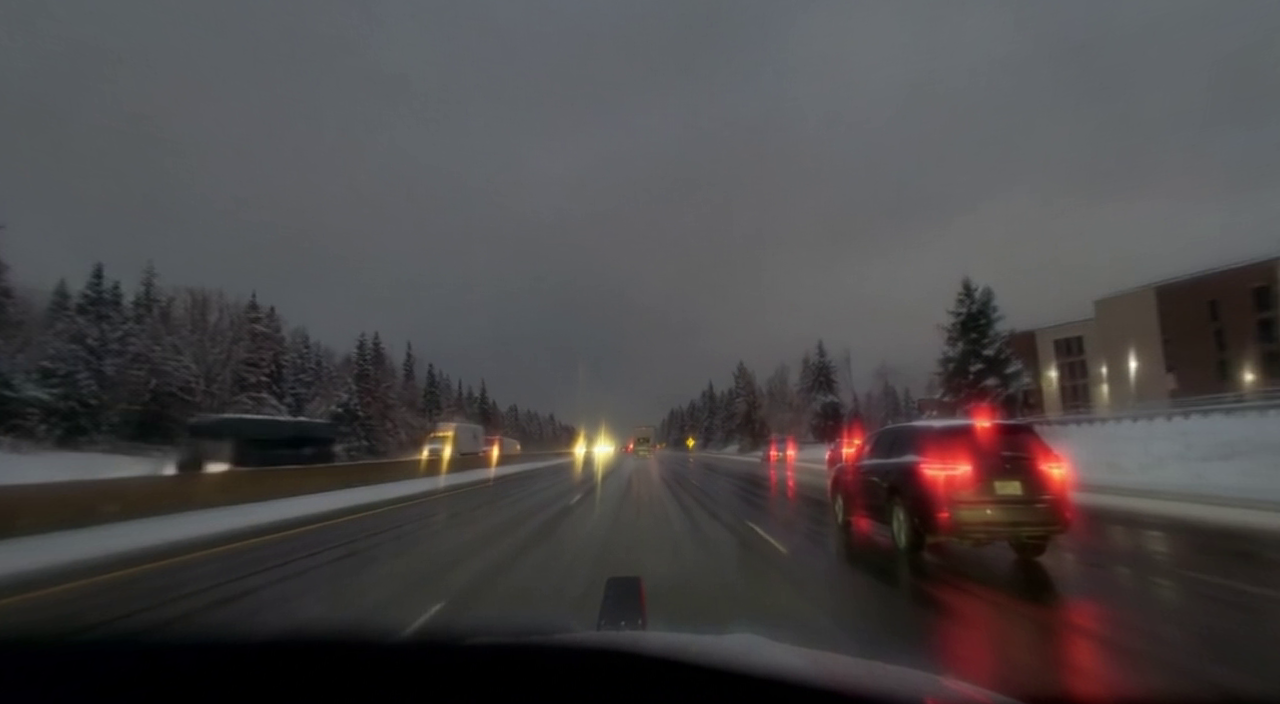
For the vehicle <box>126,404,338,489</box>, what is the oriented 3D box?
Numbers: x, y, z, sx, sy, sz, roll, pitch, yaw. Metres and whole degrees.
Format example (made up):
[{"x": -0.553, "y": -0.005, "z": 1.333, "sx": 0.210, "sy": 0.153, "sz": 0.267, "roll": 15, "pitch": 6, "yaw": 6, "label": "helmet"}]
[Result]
[{"x": -12.150, "y": 2.948, "z": 19.580, "sx": 2.304, "sy": 2.203, "sz": 6.144, "roll": 0, "pitch": -9, "yaw": 2, "label": "vehicle"}]

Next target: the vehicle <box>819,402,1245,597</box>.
[{"x": 3.959, "y": 1.610, "z": 7.792, "sx": 2.008, "sy": 1.595, "sz": 5.082, "roll": 0, "pitch": -9, "yaw": 0, "label": "vehicle"}]

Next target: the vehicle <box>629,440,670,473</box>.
[{"x": 0.453, "y": 5.472, "z": 33.117, "sx": 2.015, "sy": 1.639, "sz": 4.086, "roll": 0, "pitch": -9, "yaw": 0, "label": "vehicle"}]
